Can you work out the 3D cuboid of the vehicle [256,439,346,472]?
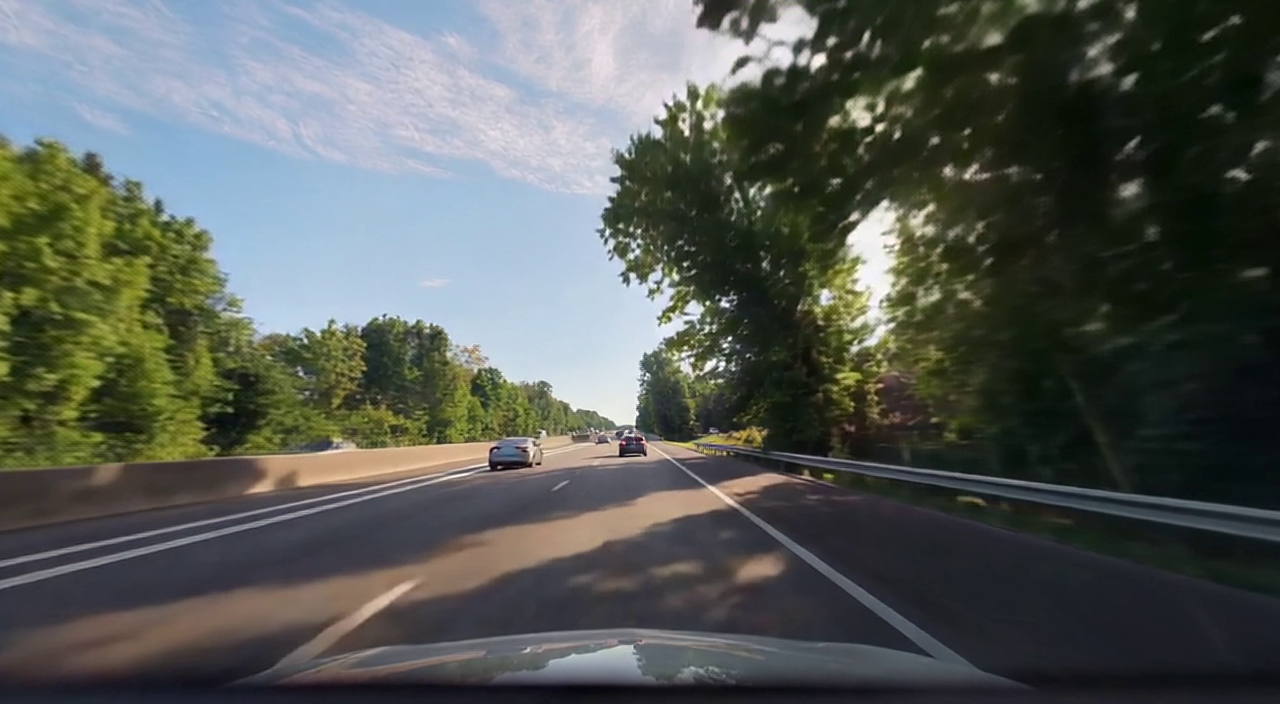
[{"bbox_3d":[-16.142,4.913,30.301,1.790,1.459,4.542,0,-8,0],"label":"vehicle"}]

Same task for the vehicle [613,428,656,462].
[{"bbox_3d":[-0.290,4.927,33.566,2.134,1.654,4.174,0,-8,0],"label":"vehicle"}]

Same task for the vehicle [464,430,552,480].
[{"bbox_3d":[-4.290,3.399,21.161,2.030,1.491,4.046,0,-8,1],"label":"vehicle"}]
